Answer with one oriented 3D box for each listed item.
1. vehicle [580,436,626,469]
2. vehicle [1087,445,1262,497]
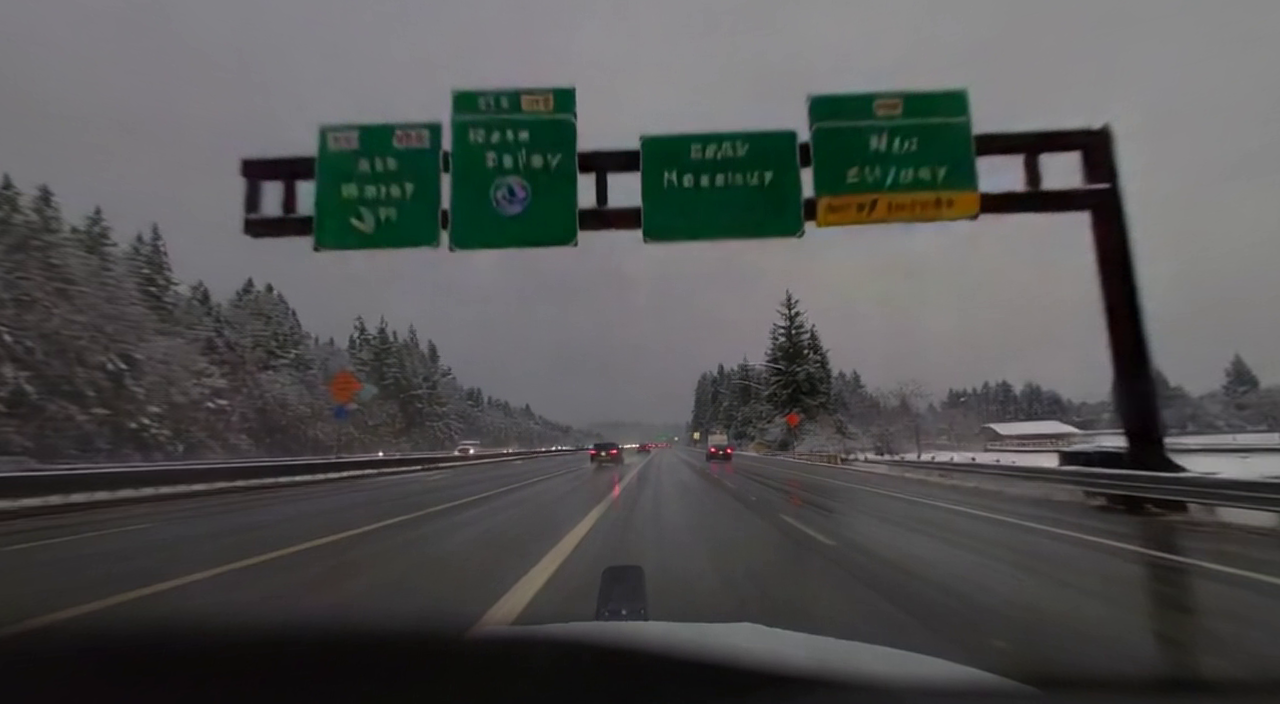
[{"bbox_3d":[-2.012,5.656,35.631,2.196,1.733,4.355,0,-8,1],"label":"vehicle"},{"bbox_3d":[17.653,3.906,21.184,1.818,1.497,4.469,0,-8,-3],"label":"vehicle"}]
